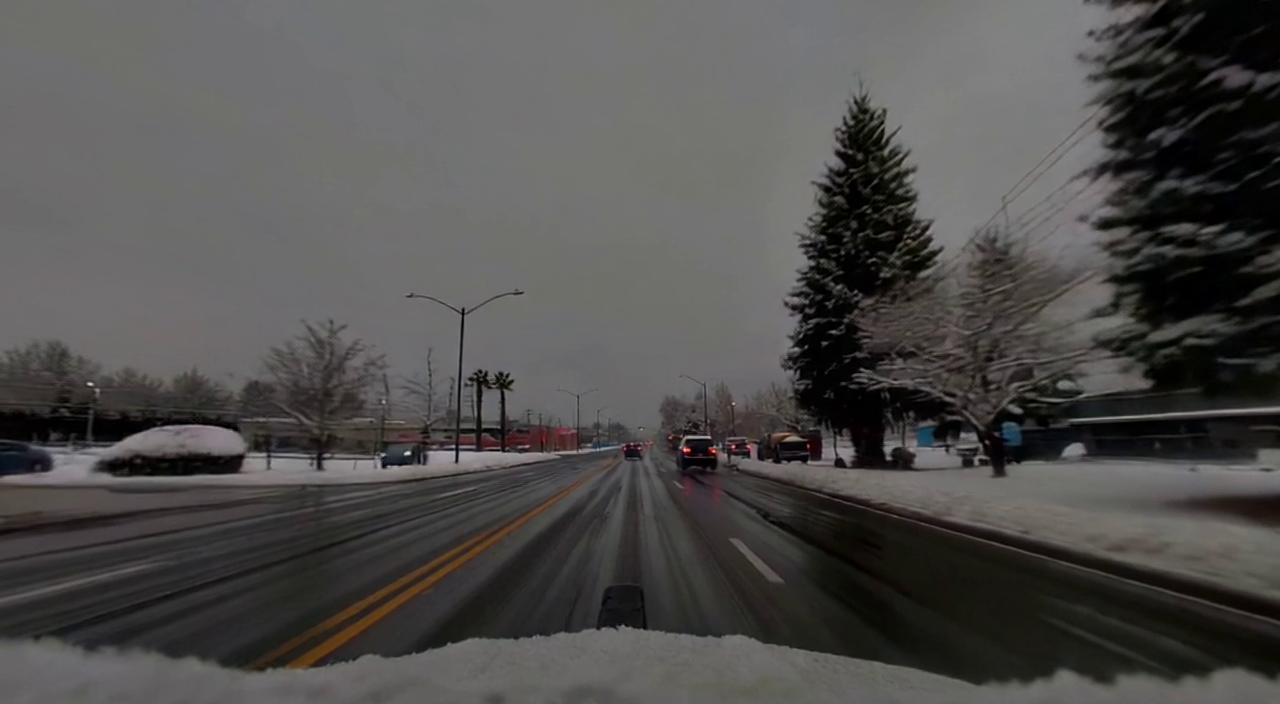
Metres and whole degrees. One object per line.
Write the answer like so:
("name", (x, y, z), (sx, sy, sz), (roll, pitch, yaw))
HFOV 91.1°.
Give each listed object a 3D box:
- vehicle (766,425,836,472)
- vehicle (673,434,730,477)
("vehicle", (11.204, 6.669, 43.541), (2.609, 2.976, 4.867), (-7, -11, 41))
("vehicle", (3.001, 5.228, 32.129), (2.386, 1.970, 5.665), (0, -8, 0))
